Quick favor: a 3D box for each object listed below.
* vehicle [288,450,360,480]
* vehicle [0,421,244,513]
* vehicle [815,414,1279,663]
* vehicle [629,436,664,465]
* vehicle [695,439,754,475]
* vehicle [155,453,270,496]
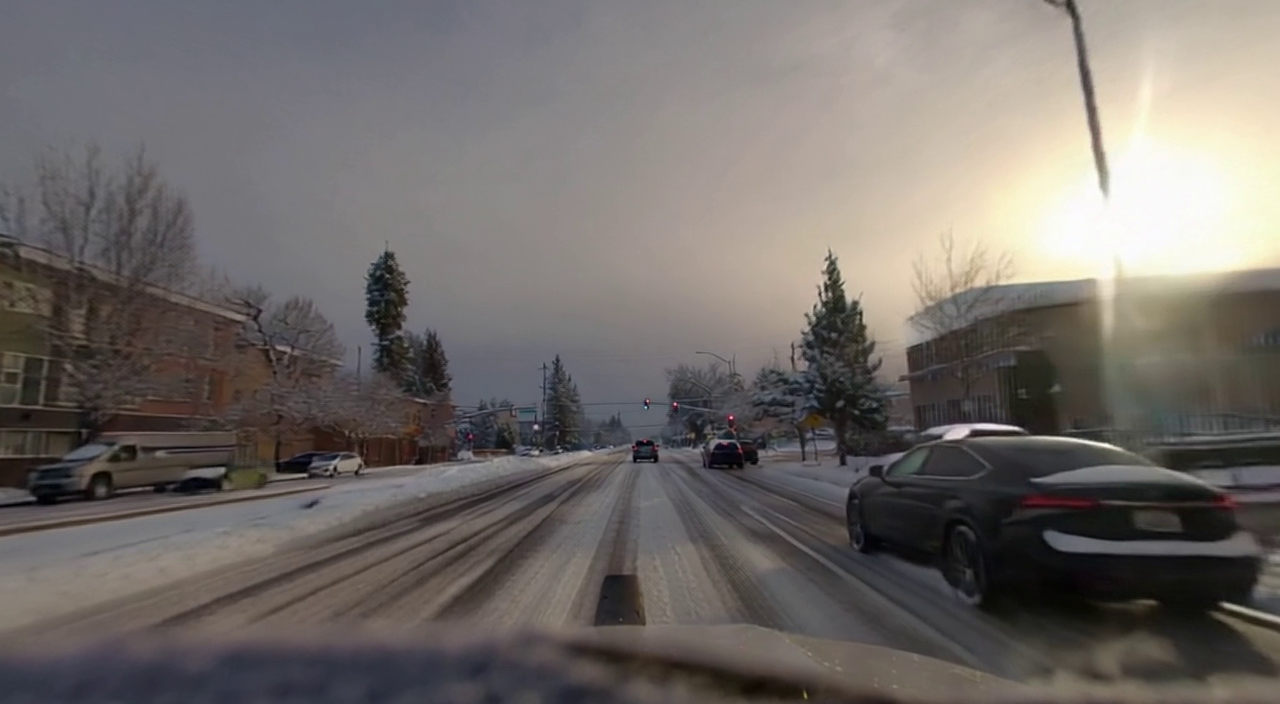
[{"bbox_3d":[-21.745,7.774,43.643,2.142,1.900,5.489,0,-9,0],"label":"vehicle"},{"bbox_3d":[-22.027,4.867,27.579,2.961,3.271,9.547,0,-9,1],"label":"vehicle"},{"bbox_3d":[3.361,1.473,6.158,1.977,1.498,4.521,0,-8,0],"label":"vehicle"},{"bbox_3d":[0.442,6.810,43.459,2.239,1.856,4.815,0,-8,0],"label":"vehicle"},{"bbox_3d":[3.860,4.870,29.470,2.178,1.546,4.311,0,-8,0],"label":"vehicle"},{"bbox_3d":[-18.651,5.335,27.766,1.962,1.691,4.328,0,-9,1],"label":"vehicle"}]
